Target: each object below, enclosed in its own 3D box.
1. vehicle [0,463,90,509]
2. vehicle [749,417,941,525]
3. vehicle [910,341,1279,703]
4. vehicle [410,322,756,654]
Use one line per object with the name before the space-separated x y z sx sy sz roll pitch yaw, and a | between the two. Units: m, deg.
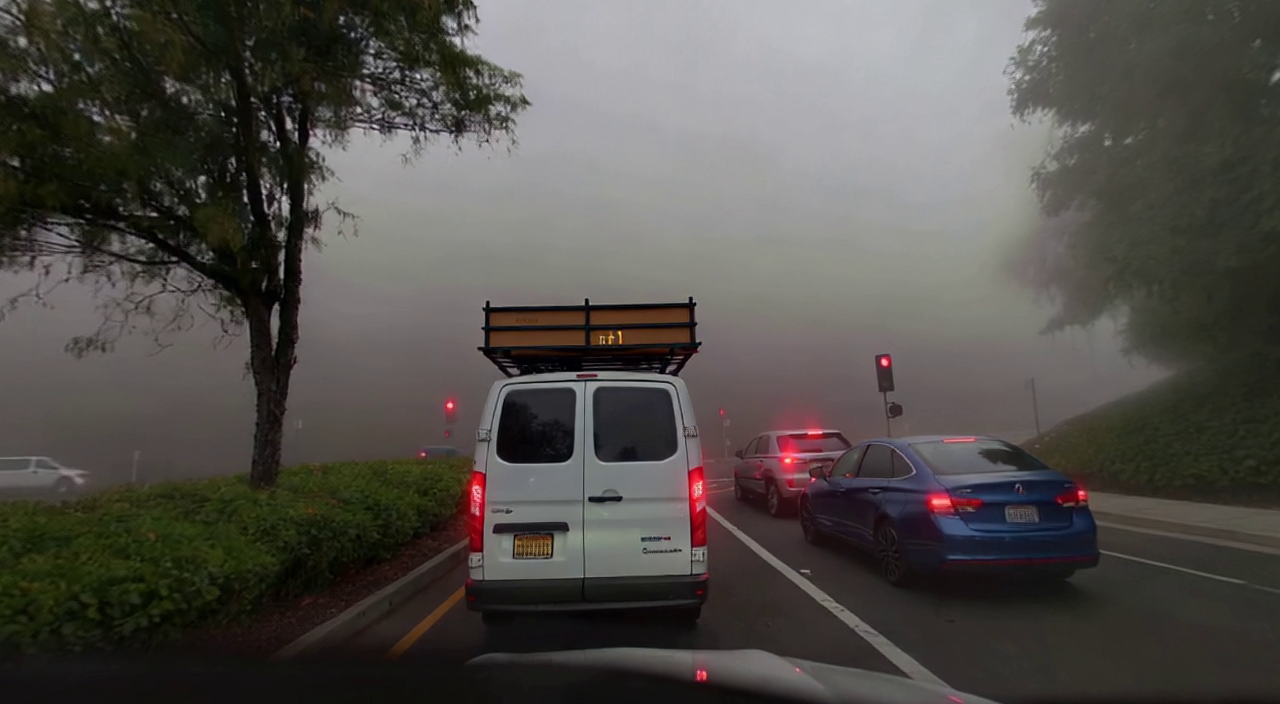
vehicle | -28.548 5.994 28.394 5.241 1.894 2.257 1 -9 -7
vehicle | 3.658 2.215 12.263 2.024 1.692 4.252 1 -9 -4
vehicle | 3.452 0.943 3.415 1.965 1.671 4.146 0 -9 -3
vehicle | -0.362 1.154 6.195 2.145 2.089 4.309 0 -9 0
